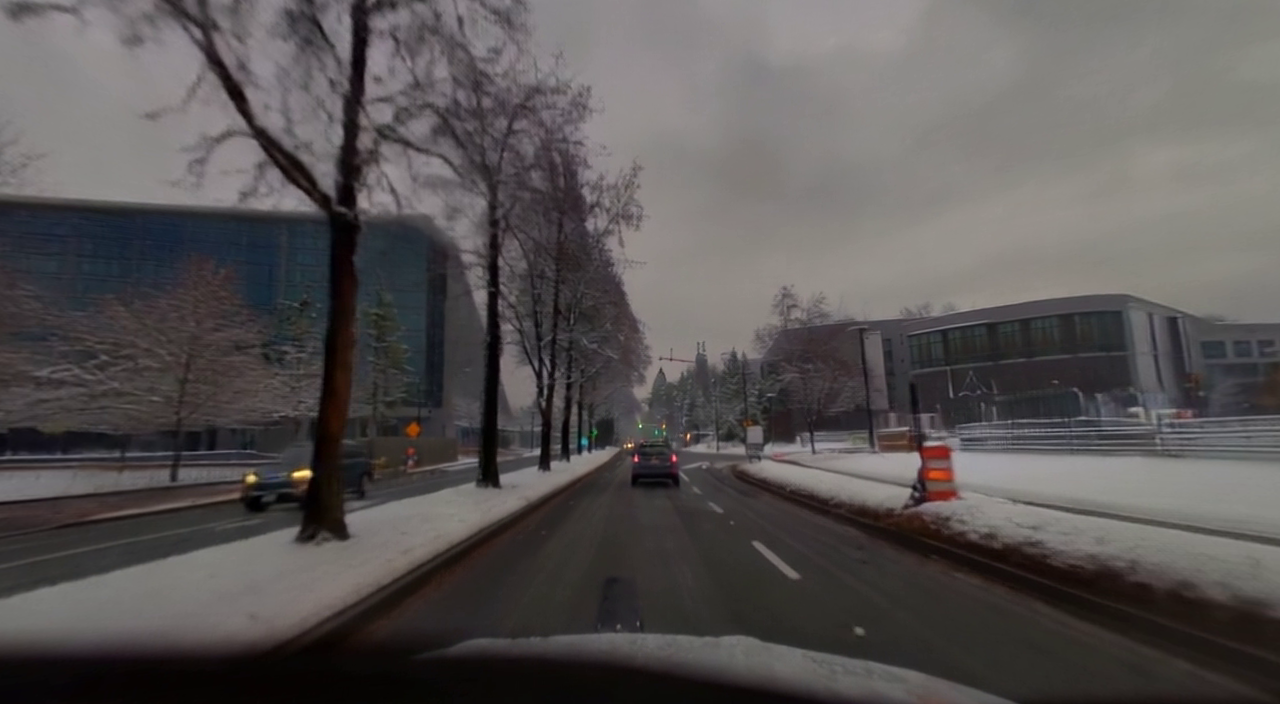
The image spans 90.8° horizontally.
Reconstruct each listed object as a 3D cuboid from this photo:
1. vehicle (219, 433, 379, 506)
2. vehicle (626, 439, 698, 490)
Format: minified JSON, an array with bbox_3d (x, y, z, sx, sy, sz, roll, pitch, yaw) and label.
[{"bbox_3d":[-11.144,3.867,21.302,2.349,2.106,5.464,0,-9,0],"label":"vehicle"},{"bbox_3d":[0.715,3.684,20.995,2.114,1.493,4.430,0,-9,2],"label":"vehicle"}]
